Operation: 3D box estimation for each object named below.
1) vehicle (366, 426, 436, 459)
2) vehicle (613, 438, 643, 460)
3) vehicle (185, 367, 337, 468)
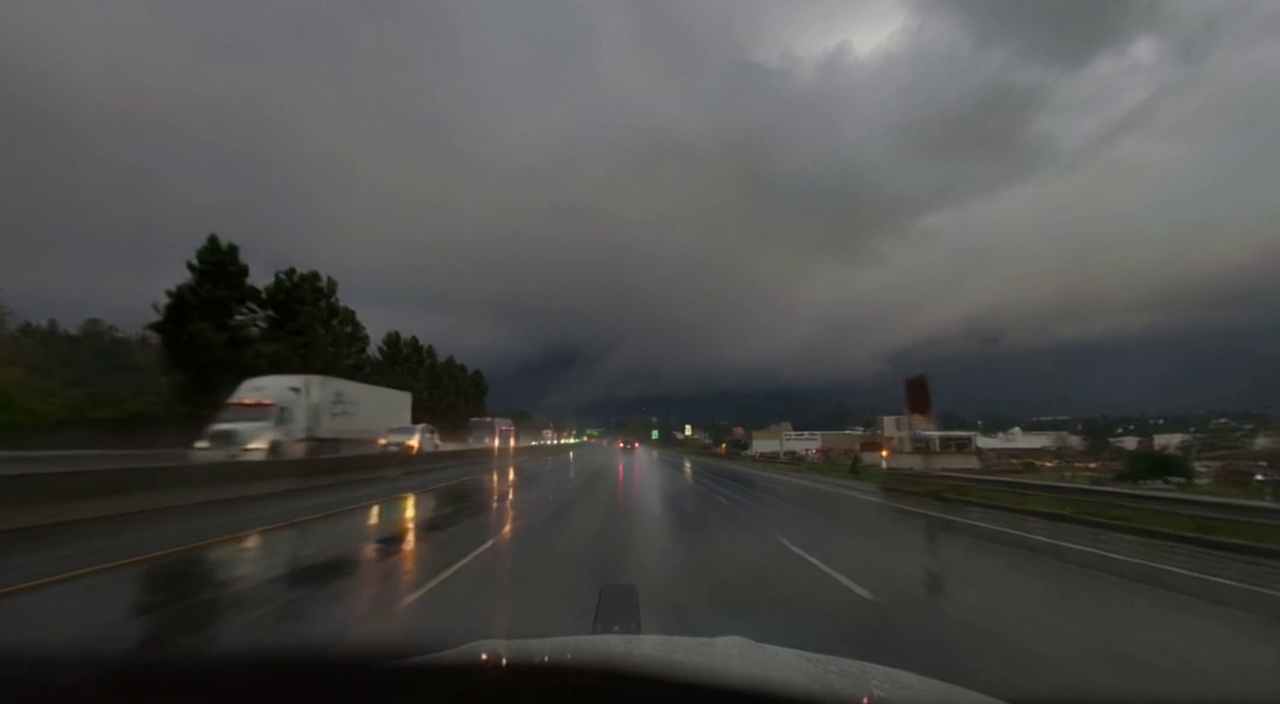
[{"bbox_3d":[-12.696,4.845,33.764,2.070,1.630,4.500,0,-8,-1],"label":"vehicle"},{"bbox_3d":[-0.924,7.185,46.763,2.099,1.504,3.843,0,-8,-2],"label":"vehicle"},{"bbox_3d":[-16.507,3.006,28.051,2.933,3.972,6.123,0,-8,-2],"label":"vehicle"}]
